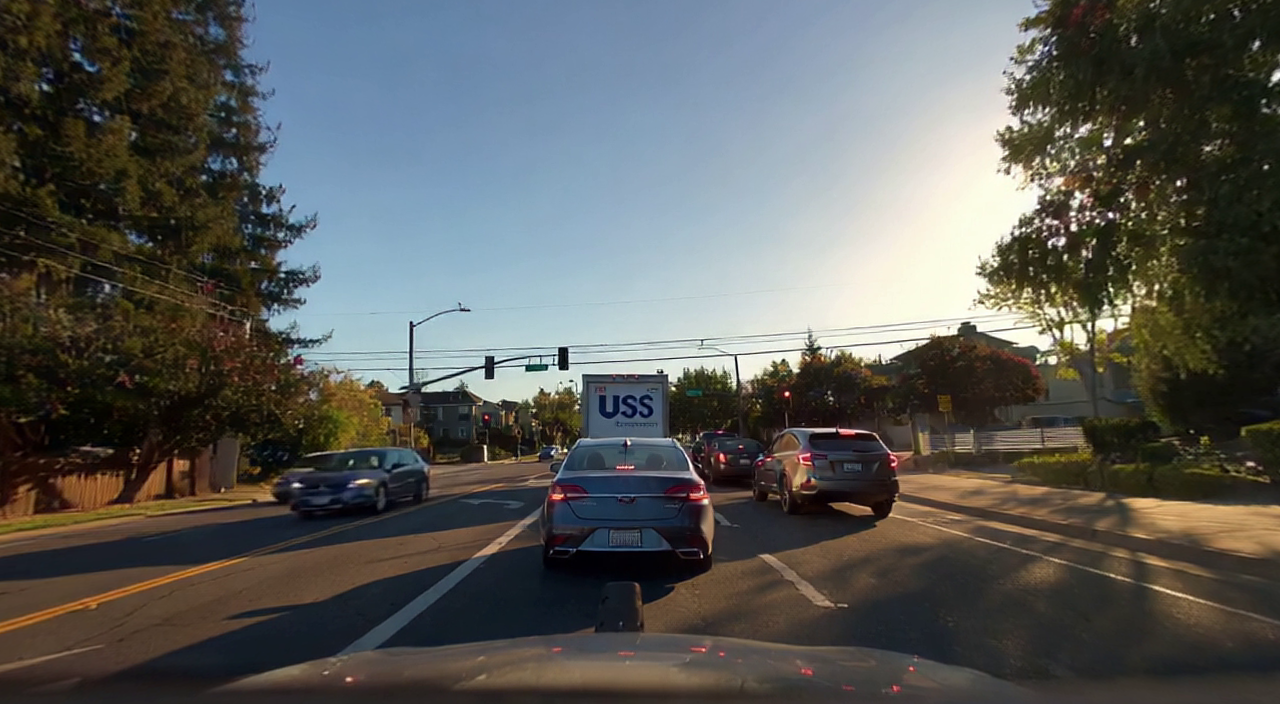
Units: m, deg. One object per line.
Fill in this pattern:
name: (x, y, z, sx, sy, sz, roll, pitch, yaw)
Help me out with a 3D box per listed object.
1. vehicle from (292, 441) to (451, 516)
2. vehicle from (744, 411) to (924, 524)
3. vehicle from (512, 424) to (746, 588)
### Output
vehicle: (-6.254, 2.968, 15.439, 1.800, 1.520, 4.691, 0, -8, 0)
vehicle: (3.595, 2.248, 12.794, 2.145, 1.847, 4.524, 0, -8, 0)
vehicle: (-0.152, 1.718, 7.937, 2.135, 1.483, 4.207, 0, -8, -2)
